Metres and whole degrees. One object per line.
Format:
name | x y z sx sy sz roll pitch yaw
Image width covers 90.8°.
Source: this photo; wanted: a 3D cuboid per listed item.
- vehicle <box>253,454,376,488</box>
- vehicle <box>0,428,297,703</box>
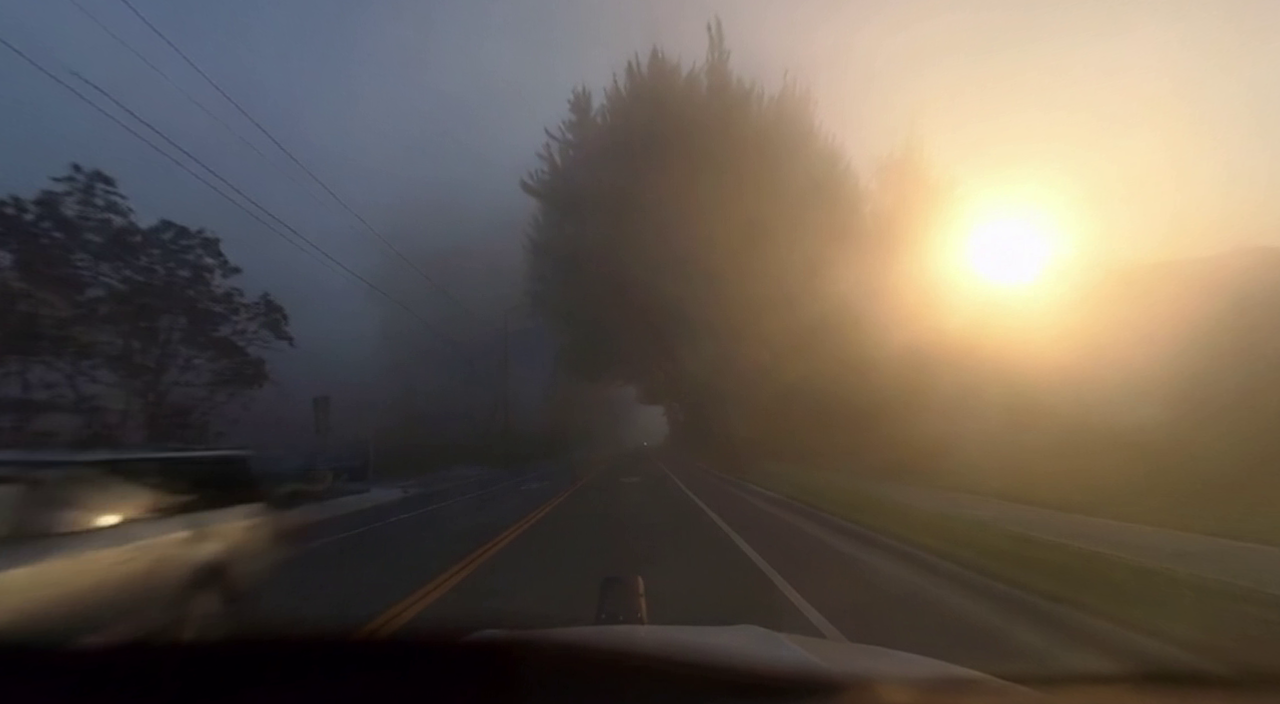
vehicle | -15.089 5.523 29.436 4.779 1.453 1.970 -2 -8 9
vehicle | -3.664 1.089 2.591 1.996 1.519 4.559 -1 -8 -1
